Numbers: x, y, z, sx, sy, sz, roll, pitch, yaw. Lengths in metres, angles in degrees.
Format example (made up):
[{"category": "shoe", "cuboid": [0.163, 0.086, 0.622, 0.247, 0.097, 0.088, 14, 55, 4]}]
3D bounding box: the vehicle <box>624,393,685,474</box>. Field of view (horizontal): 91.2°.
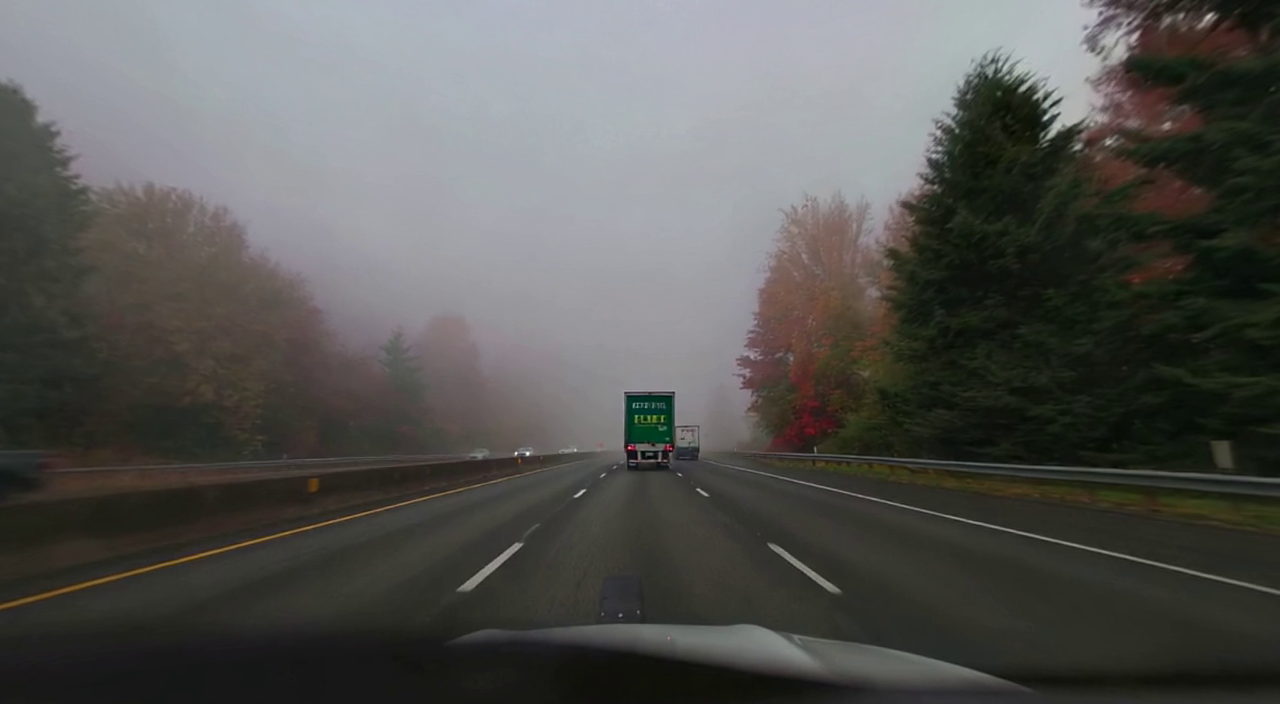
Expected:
[{"category": "vehicle", "cuboid": [0.638, 4.915, 37.149, 3.057, 4.073, 10.792, 0, -9, -1]}]
